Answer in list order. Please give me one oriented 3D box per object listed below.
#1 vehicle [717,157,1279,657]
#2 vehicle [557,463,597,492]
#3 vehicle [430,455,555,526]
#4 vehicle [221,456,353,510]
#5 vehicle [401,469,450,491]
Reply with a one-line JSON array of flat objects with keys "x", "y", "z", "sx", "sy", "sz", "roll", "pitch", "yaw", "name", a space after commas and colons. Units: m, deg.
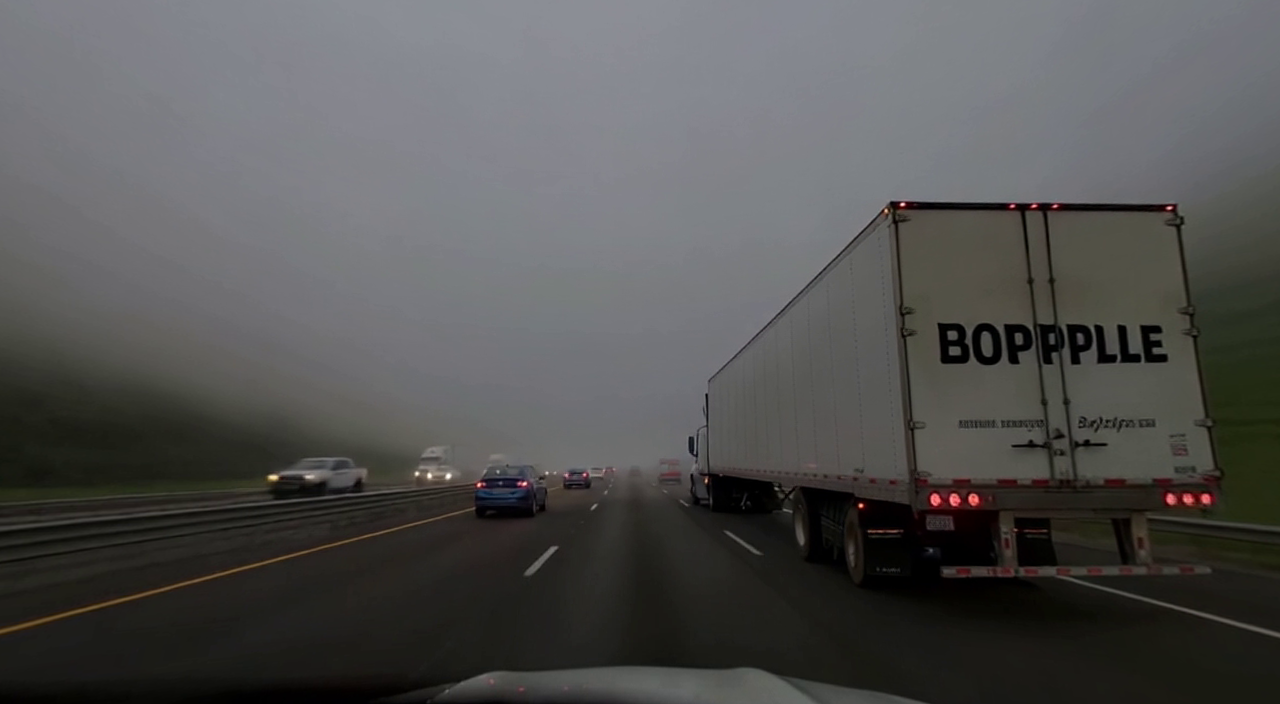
[{"x": 3.841, "y": 1.604, "z": 12.052, "sx": 2.839, "sy": 4.062, "sz": 14.051, "roll": 1, "pitch": -11, "yaw": -1, "name": "vehicle"}, {"x": -3.878, "y": 7.835, "z": 39.373, "sx": 2.063, "sy": 1.671, "sz": 4.197, "roll": 1, "pitch": -11, "yaw": 0, "name": "vehicle"}, {"x": -3.672, "y": 3.608, "z": 16.756, "sx": 2.088, "sy": 1.566, "sz": 4.853, "roll": 1, "pitch": -11, "yaw": 1, "name": "vehicle"}, {"x": -11.431, "y": 4.278, "z": 20.808, "sx": 1.896, "sy": 1.559, "sz": 4.095, "roll": 1, "pitch": -11, "yaw": 1, "name": "vehicle"}, {"x": -15.576, "y": 9.282, "z": 45.967, "sx": 1.995, "sy": 1.485, "sz": 4.370, "roll": 1, "pitch": -11, "yaw": 0, "name": "vehicle"}]
